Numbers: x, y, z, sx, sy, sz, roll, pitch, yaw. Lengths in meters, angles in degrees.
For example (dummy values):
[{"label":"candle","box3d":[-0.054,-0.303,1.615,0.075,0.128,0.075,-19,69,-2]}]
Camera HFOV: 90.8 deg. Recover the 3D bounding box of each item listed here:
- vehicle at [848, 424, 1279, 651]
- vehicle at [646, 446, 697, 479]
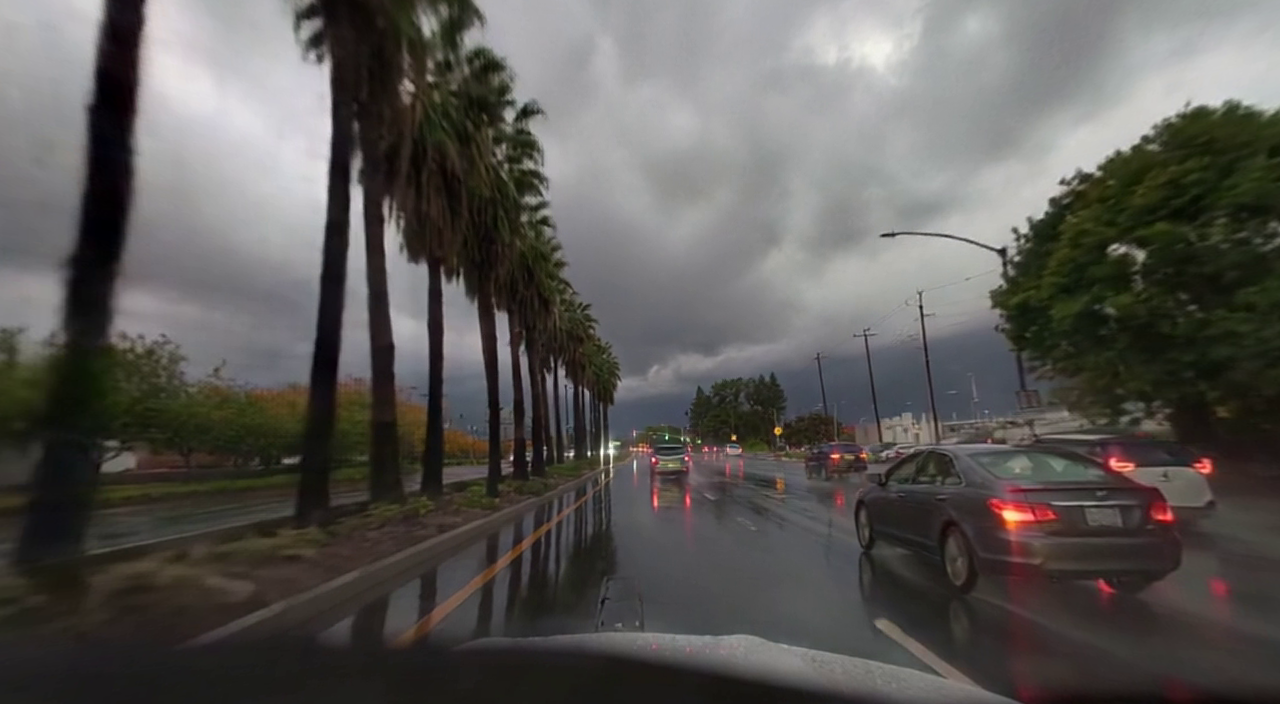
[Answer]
[{"label":"vehicle","box3d":[3.827,1.538,6.397,1.875,1.452,4.453,0,-8,-1]},{"label":"vehicle","box3d":[1.410,5.210,30.138,2.031,1.444,4.361,0,-8,-3]}]
